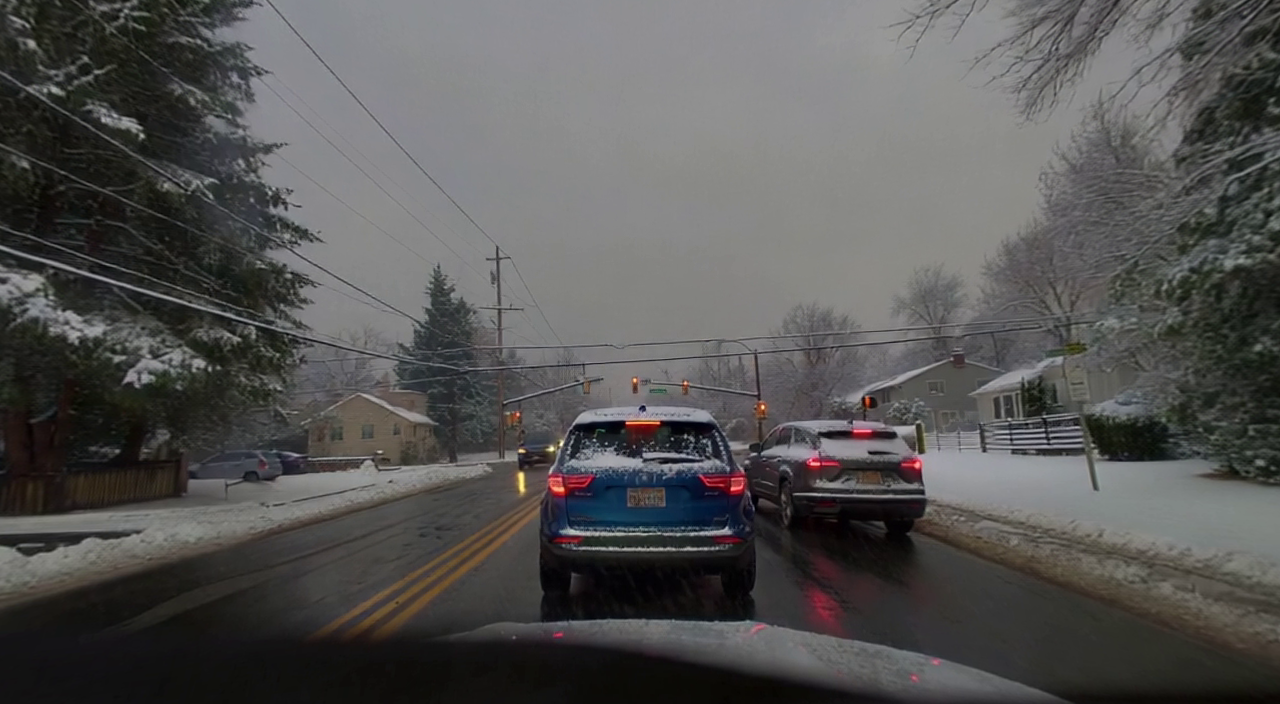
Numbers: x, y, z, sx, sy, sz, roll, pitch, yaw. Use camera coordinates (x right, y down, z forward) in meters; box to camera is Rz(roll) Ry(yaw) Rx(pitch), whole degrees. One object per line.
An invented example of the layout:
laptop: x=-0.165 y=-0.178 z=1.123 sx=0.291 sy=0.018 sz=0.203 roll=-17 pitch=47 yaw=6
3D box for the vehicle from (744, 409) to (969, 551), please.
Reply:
vehicle: x=3.068 y=1.918 z=10.089 sx=1.967 sy=1.756 sz=4.281 roll=0 pitch=-8 yaw=-1

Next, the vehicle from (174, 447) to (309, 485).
vehicle: x=-16.168 y=4.633 z=25.717 sx=4.245 sy=1.446 sz=1.827 roll=0 pitch=-8 yaw=1

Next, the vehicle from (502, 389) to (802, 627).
vehicle: x=0.058 y=1.420 z=6.658 sx=2.151 sy=1.695 sz=4.100 roll=0 pitch=-8 yaw=-1
